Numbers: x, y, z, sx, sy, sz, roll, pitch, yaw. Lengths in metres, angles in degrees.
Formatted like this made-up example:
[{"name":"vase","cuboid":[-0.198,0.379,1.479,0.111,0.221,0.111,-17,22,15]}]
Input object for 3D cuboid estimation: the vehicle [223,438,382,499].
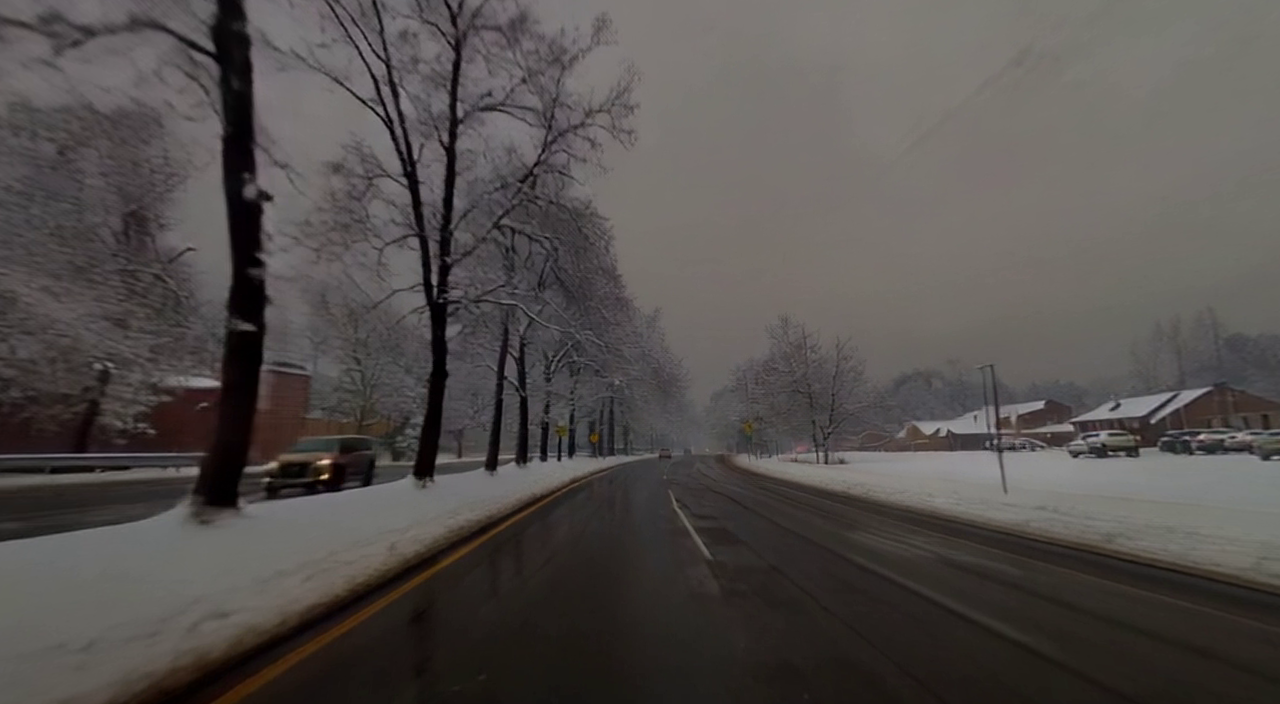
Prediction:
[{"name":"vehicle","cuboid":[-10.061,3.488,19.391,2.181,1.635,4.542,0,-9,3]}]
